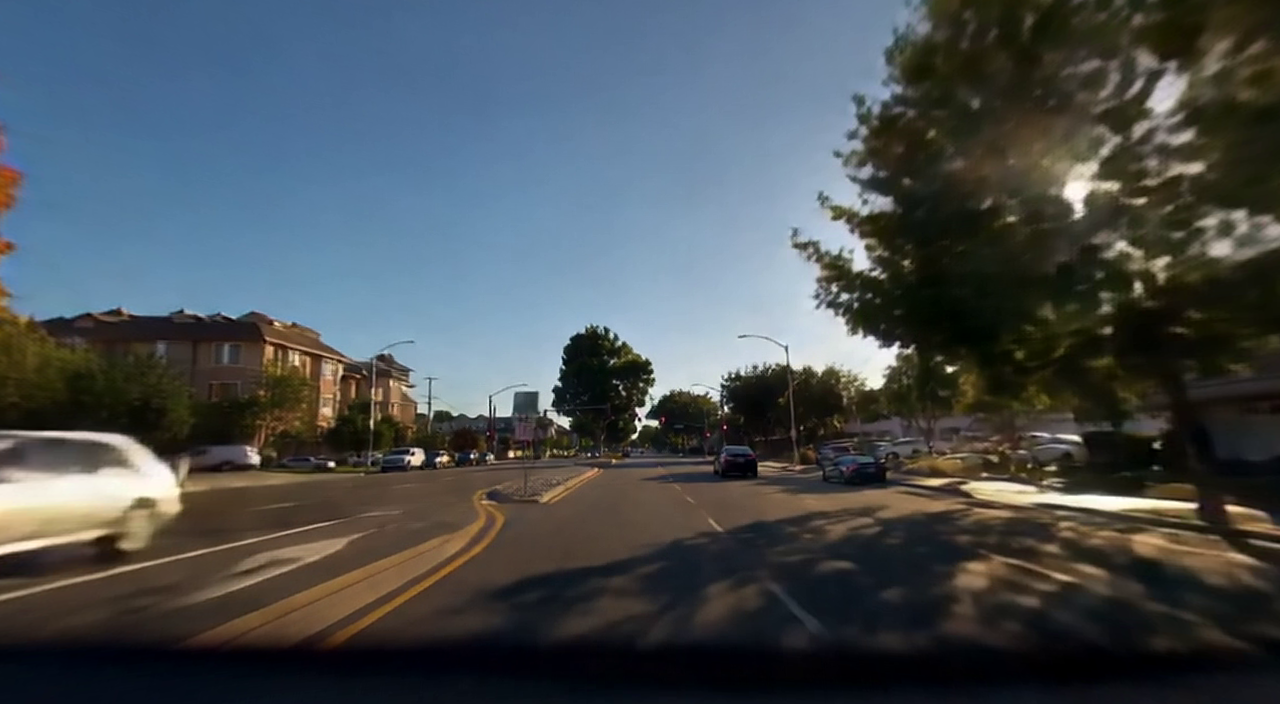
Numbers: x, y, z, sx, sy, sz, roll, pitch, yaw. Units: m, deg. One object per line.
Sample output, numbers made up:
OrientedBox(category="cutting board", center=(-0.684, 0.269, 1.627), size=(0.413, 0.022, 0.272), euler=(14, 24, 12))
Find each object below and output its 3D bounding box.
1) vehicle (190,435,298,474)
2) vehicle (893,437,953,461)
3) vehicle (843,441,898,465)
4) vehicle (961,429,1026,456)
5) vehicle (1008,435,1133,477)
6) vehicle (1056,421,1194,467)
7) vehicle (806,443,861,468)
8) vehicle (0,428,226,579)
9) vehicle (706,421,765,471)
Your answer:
OrientedBox(category="vehicle", center=(-27.017, 7.000, 43.090), size=(5.877, 2.508, 2.394), euler=(-1, -9, 6))
OrientedBox(category="vehicle", center=(19.017, 6.572, 42.589), size=(1.882, 1.537, 4.418), euler=(0, -9, -2))
OrientedBox(category="vehicle", center=(15.629, 6.899, 42.912), size=(1.899, 1.517, 4.378), euler=(1, -9, -3))
OrientedBox(category="vehicle", center=(23.974, 6.177, 42.871), size=(1.888, 1.678, 4.074), euler=(1, -9, -3))
OrientedBox(category="vehicle", center=(17.648, 4.240, 26.129), size=(1.957, 1.501, 4.308), euler=(-2, -7, -3))
OrientedBox(category="vehicle", center=(20.244, 3.907, 26.581), size=(2.012, 1.709, 4.574), euler=(-2, -9, -2))
OrientedBox(category="vehicle", center=(12.794, 6.874, 42.010), size=(2.079, 1.541, 4.801), euler=(0, -9, -1))
OrientedBox(category="vehicle", center=(-8.078, 1.904, 8.470), size=(2.013, 1.646, 4.325), euler=(0, -9, 0))
OrientedBox(category="vehicle", center=(6.564, 6.663, 44.611), size=(2.802, 3.208, 7.459), euler=(0, -9, -1))
